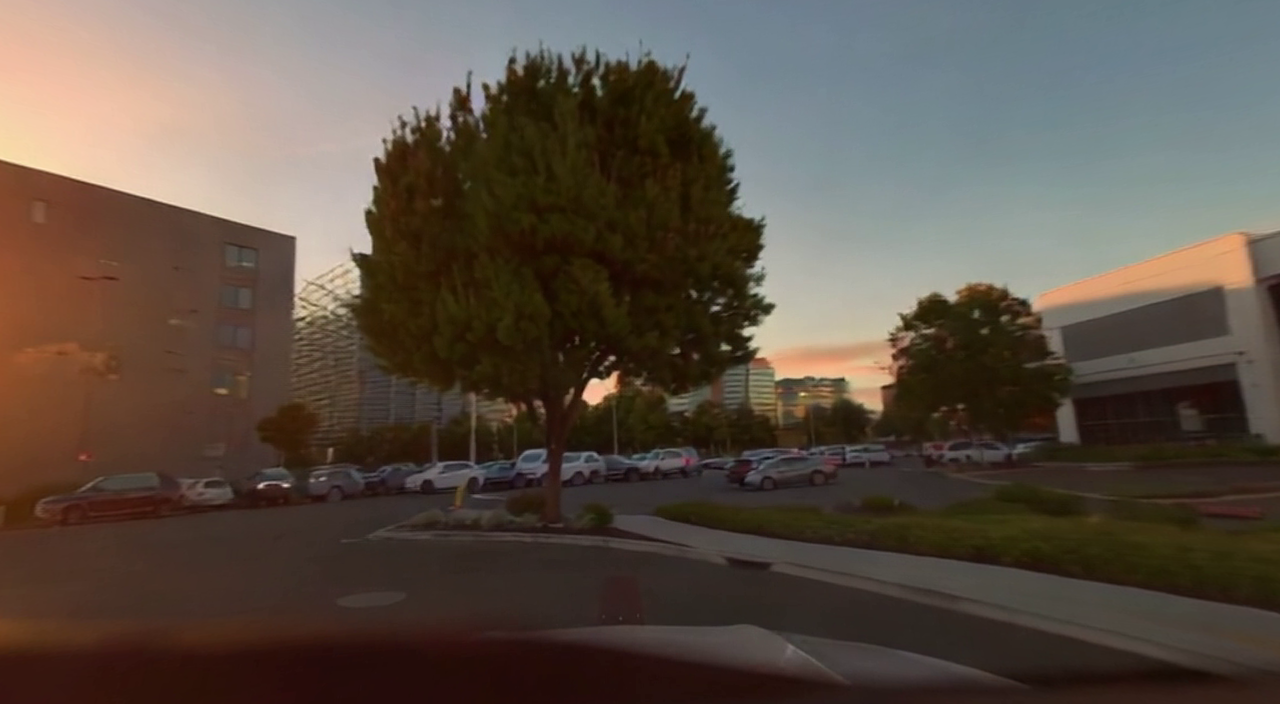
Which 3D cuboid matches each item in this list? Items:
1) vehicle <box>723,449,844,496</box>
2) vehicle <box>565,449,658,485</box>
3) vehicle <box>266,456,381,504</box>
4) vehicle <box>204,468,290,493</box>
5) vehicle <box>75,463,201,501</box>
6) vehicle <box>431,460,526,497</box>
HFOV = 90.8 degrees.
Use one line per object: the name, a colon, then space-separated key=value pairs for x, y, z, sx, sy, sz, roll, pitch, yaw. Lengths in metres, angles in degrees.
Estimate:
vehicle: x=6.291 y=5.382 z=28.078 sx=4.755 sy=1.707 sz=1.889 roll=-12 pitch=-14 yaw=35
vehicle: x=-1.778 y=7.022 z=38.317 sx=5.285 sy=1.837 sz=2.318 roll=-10 pitch=-14 yaw=33
vehicle: x=-12.240 y=4.958 z=24.299 sx=4.934 sy=1.543 sz=1.915 roll=-12 pitch=-14 yaw=37
vehicle: x=-27.528 y=9.014 z=44.411 sx=1.727 sy=1.466 sz=4.721 roll=-11 pitch=-14 yaw=34
vehicle: x=-28.888 y=7.473 z=36.526 sx=2.086 sy=1.939 sz=5.176 roll=-11 pitch=-14 yaw=35
vehicle: x=-7.810 y=6.103 z=30.339 sx=4.622 sy=1.479 sz=1.849 roll=-11 pitch=-14 yaw=34
